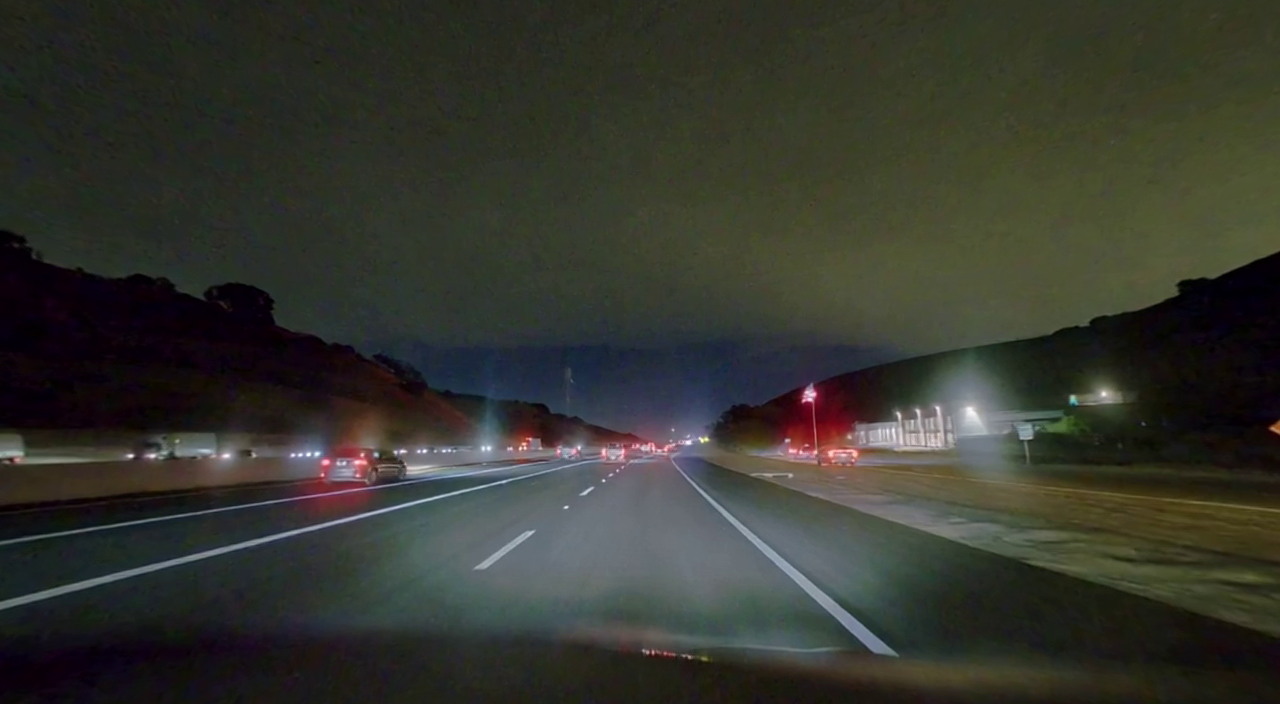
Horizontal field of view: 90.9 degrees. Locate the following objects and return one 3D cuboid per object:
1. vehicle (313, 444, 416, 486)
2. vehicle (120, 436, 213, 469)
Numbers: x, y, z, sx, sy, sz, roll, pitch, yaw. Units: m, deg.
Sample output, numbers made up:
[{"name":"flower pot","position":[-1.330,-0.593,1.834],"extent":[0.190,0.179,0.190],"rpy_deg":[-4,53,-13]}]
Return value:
[{"name":"vehicle","position":[-10.488,4.320,24.432],"extent":[1.927,1.454,4.395],"rpy_deg":[-1,-8,2]},{"name":"vehicle","position":[-37.177,7.863,49.809],"extent":[2.119,2.396,6.381],"rpy_deg":[-1,-8,3]}]
